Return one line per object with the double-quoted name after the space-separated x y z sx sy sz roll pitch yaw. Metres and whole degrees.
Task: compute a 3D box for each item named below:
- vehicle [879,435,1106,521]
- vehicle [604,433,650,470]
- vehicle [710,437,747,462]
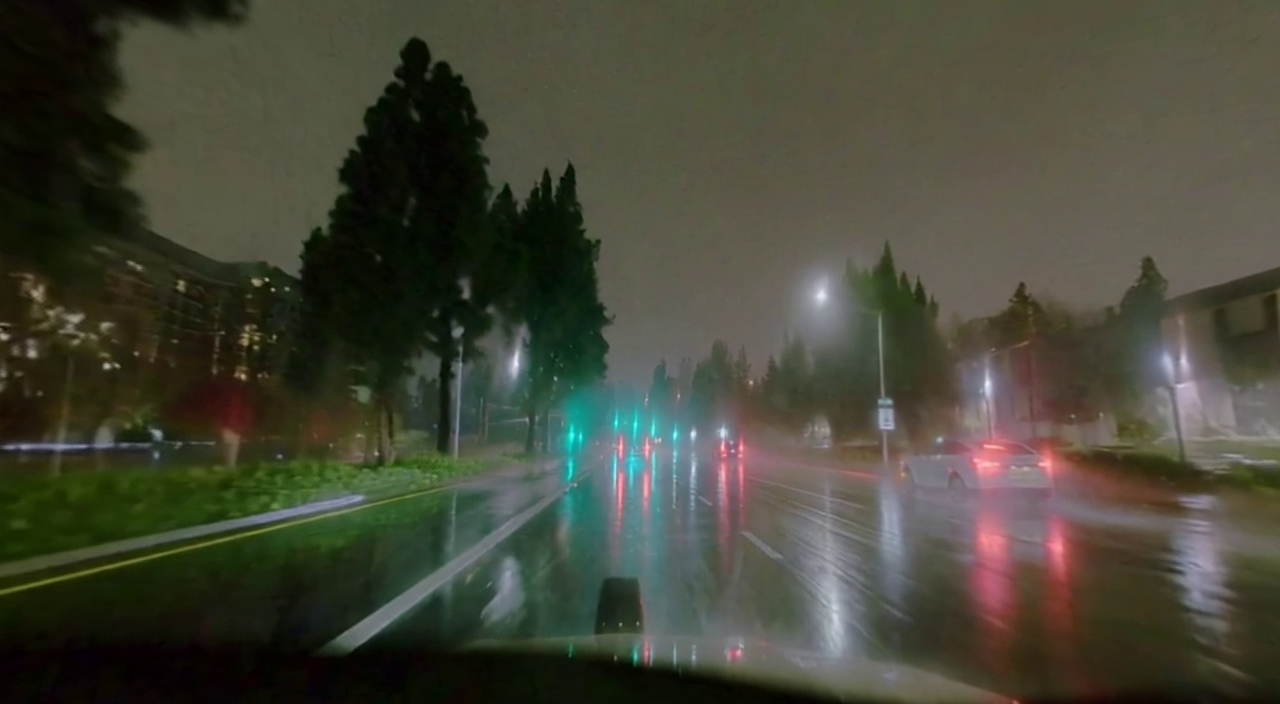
6.952 2.514 13.189 2.139 1.471 4.393 0 -8 -1 "vehicle"
-0.625 5.170 32.902 2.193 1.794 4.457 0 -8 0 "vehicle"
6.646 7.371 47.763 2.026 1.804 4.565 0 -8 -1 "vehicle"
